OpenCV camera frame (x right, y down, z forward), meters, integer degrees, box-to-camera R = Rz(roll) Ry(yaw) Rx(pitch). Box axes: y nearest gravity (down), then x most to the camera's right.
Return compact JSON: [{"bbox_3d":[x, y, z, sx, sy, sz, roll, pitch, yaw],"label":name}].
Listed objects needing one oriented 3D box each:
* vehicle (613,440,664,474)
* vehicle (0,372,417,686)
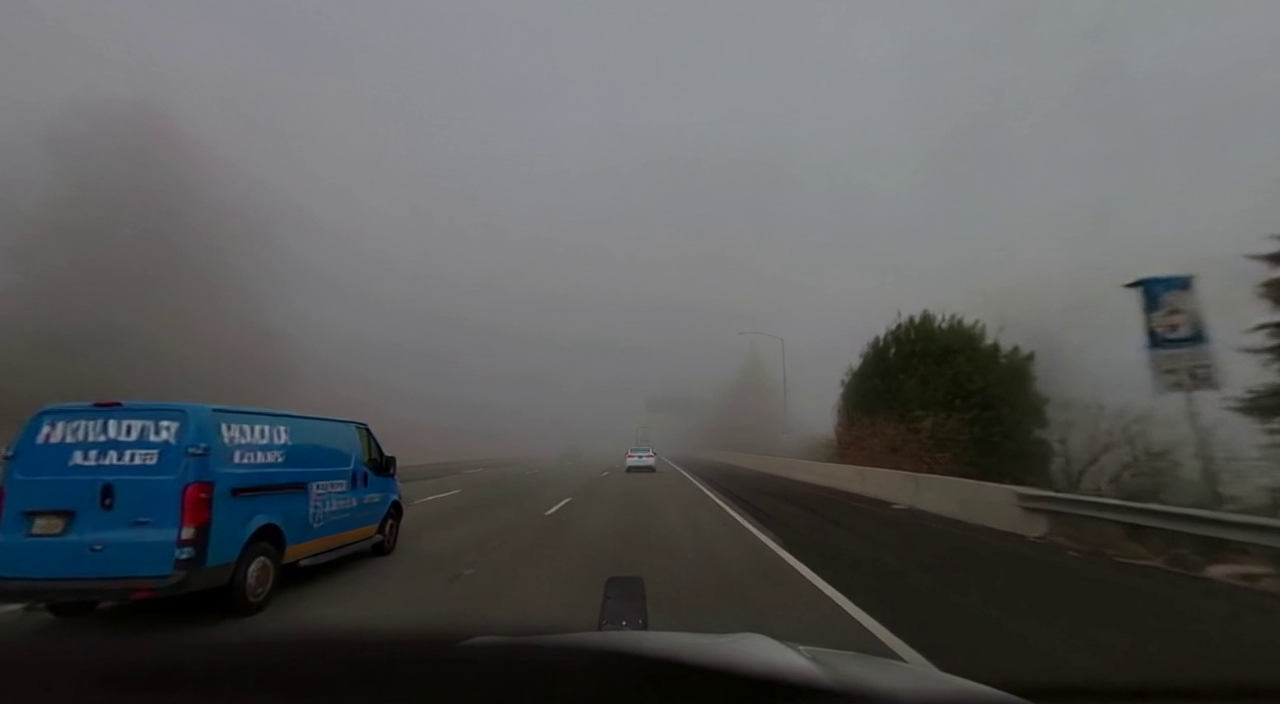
[{"bbox_3d":[-0.049,4.853,29.303,2.238,1.479,3.672,0,-9,0],"label":"vehicle"},{"bbox_3d":[-4.279,1.426,6.344,2.174,1.862,5.012,0,-9,0],"label":"vehicle"}]
